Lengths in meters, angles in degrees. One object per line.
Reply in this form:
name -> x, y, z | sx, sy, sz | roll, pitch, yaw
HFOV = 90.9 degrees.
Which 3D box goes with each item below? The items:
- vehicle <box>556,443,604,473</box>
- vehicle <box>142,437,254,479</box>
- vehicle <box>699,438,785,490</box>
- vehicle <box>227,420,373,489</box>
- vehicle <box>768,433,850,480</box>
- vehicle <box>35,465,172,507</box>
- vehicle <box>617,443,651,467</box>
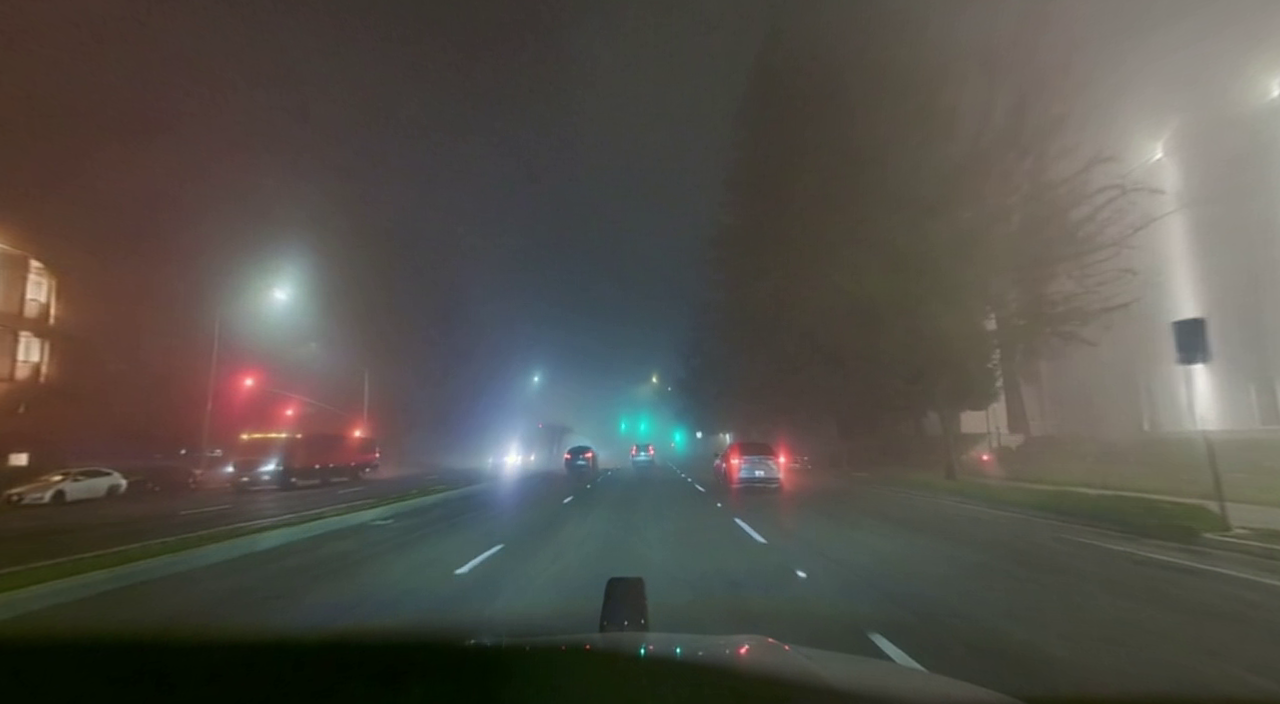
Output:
vehicle -> -3.174, 5.741, 34.311 | 2.082, 1.467, 4.379 | -1, -9, 1
vehicle -> -31.594, 7.587, 45.213 | 6.185, 2.849, 2.291 | 0, -9, -1
vehicle -> 3.237, 3.651, 20.886 | 1.990, 1.486, 4.431 | 0, -9, -1
vehicle -> -19.063, 5.827, 36.365 | 2.995, 3.396, 9.534 | 0, -9, 0
vehicle -> 6.922, 4.357, 26.458 | 2.023, 1.758, 4.795 | 0, -9, -1
vehicle -> -22.572, 5.602, 26.795 | 1.871, 1.471, 4.482 | 0, -9, 0
vehicle -> -0.380, 6.720, 41.386 | 2.101, 1.480, 3.929 | 0, -9, 0
